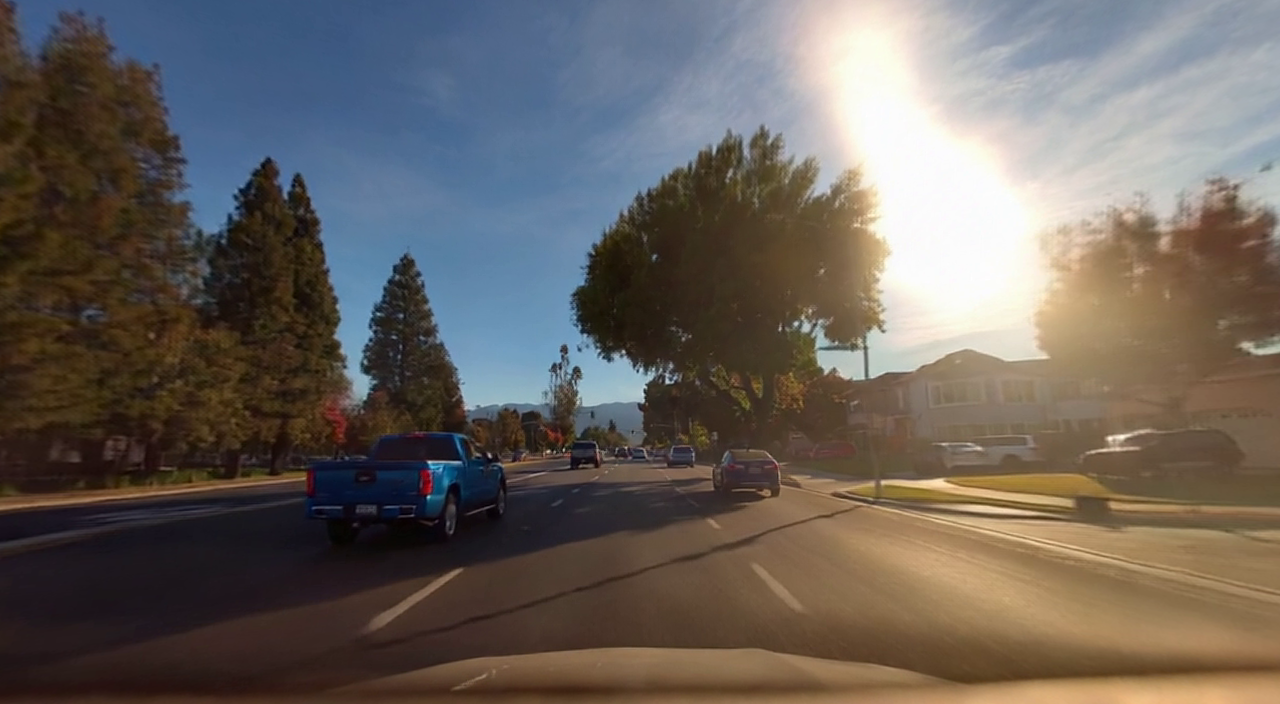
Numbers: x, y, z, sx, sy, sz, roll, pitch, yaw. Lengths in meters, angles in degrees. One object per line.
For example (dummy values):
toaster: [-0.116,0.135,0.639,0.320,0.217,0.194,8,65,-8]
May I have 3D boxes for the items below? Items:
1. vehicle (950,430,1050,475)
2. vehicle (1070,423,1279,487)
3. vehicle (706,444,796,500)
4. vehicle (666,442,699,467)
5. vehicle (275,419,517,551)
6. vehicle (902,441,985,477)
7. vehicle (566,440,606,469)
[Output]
vehicle: [16.487,4.680,29.281,2.040,1.784,4.533,-4,-10,3]
vehicle: [17.240,3.294,20.519,1.991,1.806,4.902,6,-11,-38]
vehicle: [3.182,3.509,18.998,1.884,1.463,4.195,0,-8,-1]
vehicle: [3.264,8.017,49.689,2.099,1.845,4.363,0,-8,-2]
vehicle: [-3.791,2.169,11.163,2.111,1.745,5.274,0,-8,1]
vehicle: [13.873,4.888,29.171,1.929,1.502,4.177,-1,-8,4]
vehicle: [-3.522,6.764,41.862,2.218,1.829,4.492,0,-8,1]
